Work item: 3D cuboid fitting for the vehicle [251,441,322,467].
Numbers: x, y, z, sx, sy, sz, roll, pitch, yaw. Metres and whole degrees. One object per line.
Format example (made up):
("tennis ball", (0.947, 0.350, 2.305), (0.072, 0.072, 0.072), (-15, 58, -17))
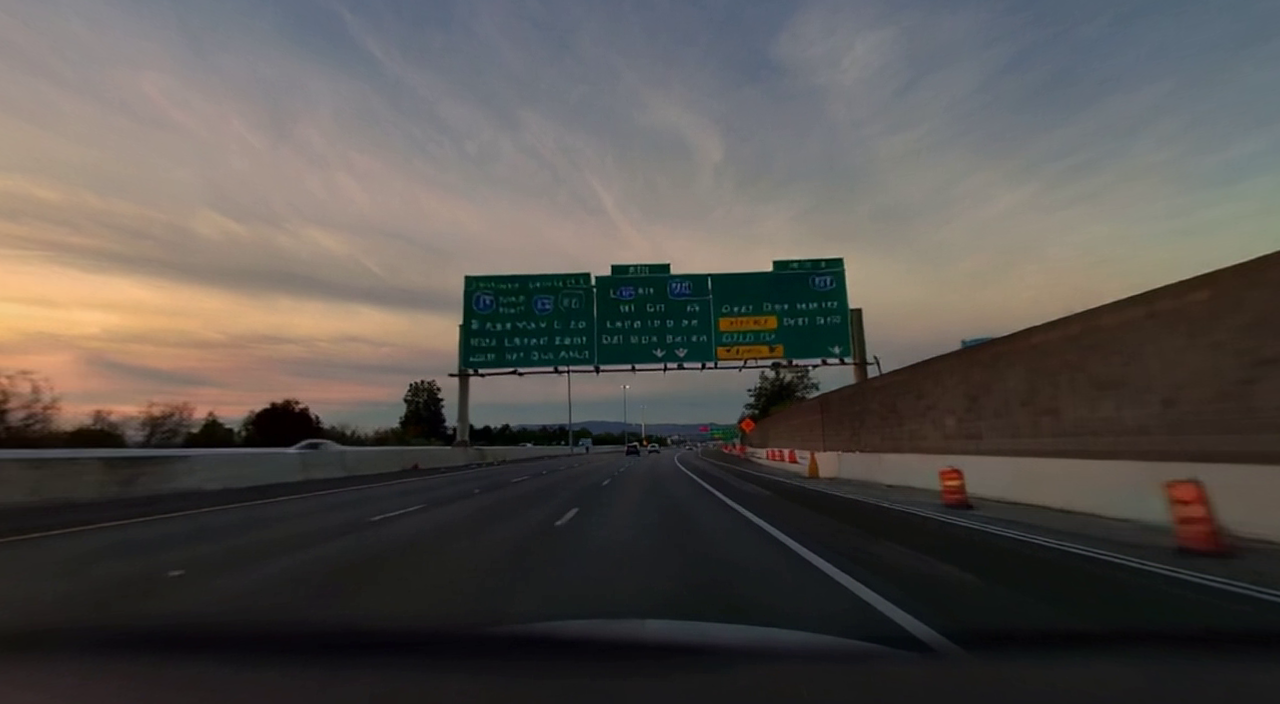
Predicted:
("vehicle", (-22.763, 6.582, 40.731), (1.916, 1.610, 4.340), (0, -9, 2))
